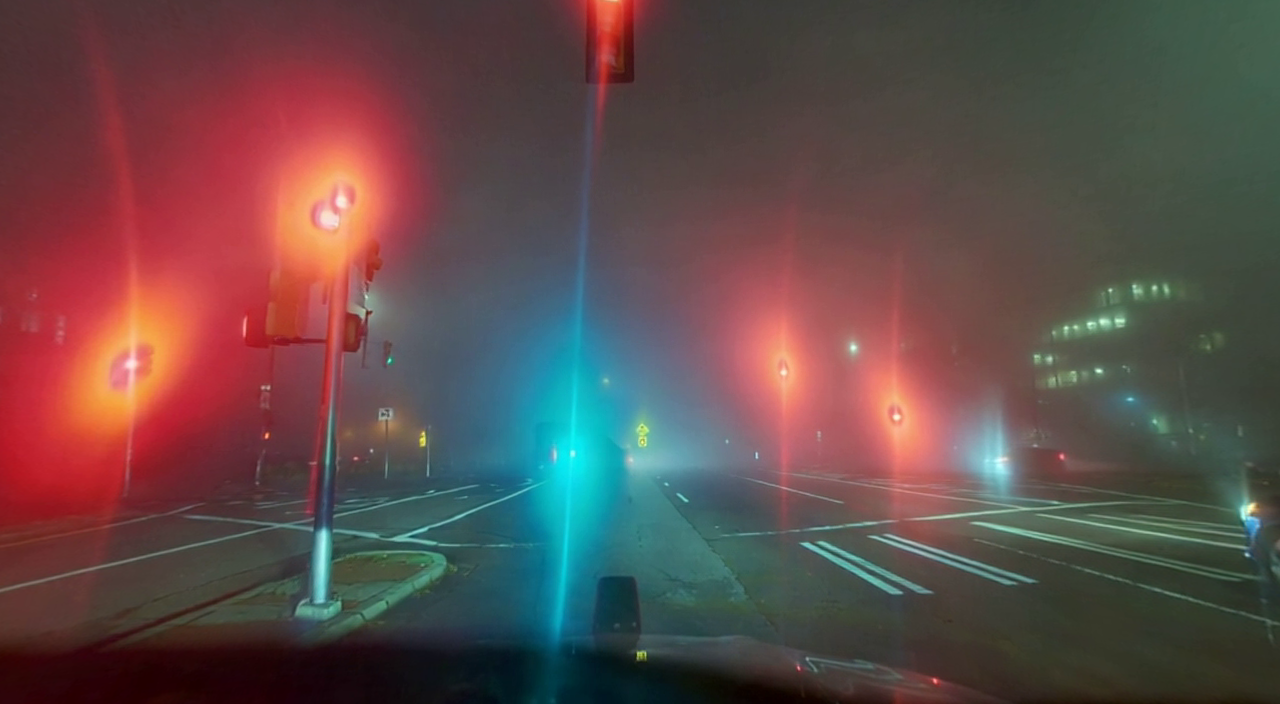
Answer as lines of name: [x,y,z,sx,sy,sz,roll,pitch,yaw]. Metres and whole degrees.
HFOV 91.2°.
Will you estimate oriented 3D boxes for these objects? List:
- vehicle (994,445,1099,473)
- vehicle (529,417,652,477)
vehicle: [23.763,6.272,36.729,4.736,1.542,1.966,0,-9,-2]
vehicle: [-2.701,5.485,36.228,2.678,3.096,7.088,-9,-12,43]
